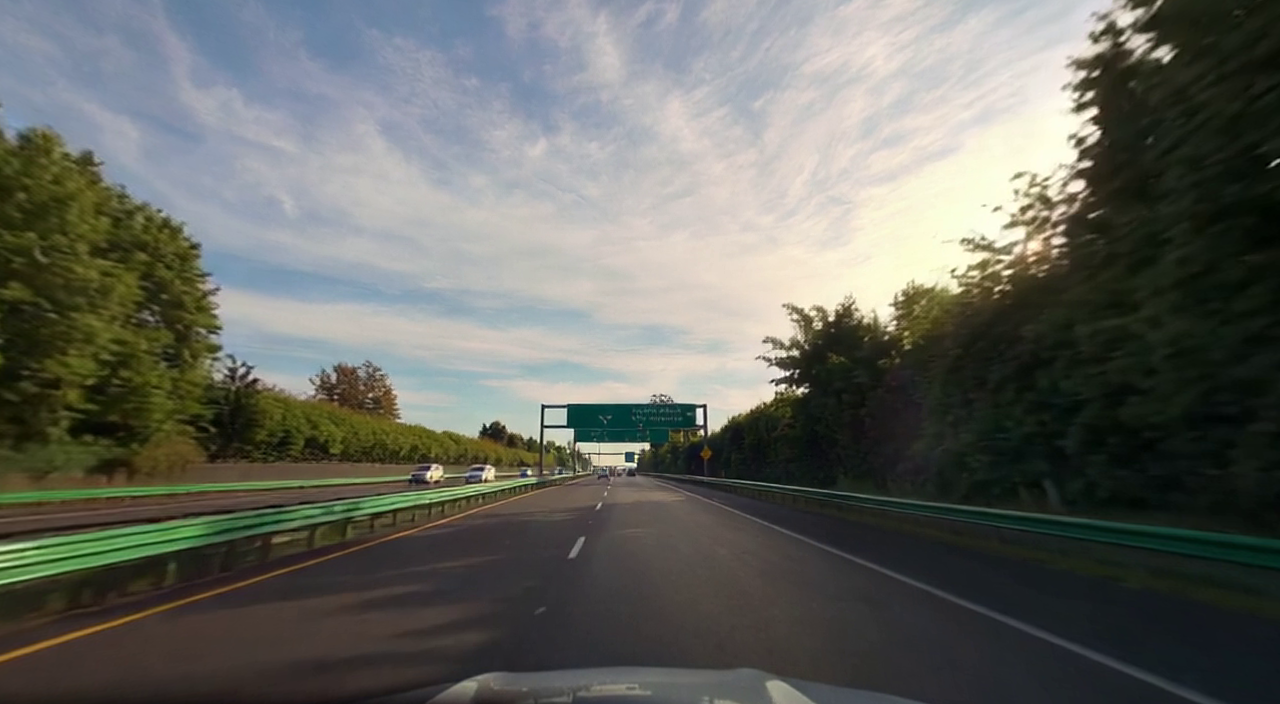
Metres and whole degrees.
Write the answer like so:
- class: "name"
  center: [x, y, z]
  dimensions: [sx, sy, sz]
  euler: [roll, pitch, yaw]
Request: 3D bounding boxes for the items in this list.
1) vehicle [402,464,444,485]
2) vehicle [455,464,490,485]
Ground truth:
- class: "vehicle"
  center: [-16.608, 9.383, 48.397]
  dimensions: [1.773, 1.493, 4.313]
  euler: [1, -11, -2]
- class: "vehicle"
  center: [-12.466, 9.142, 47.030]
  dimensions: [1.712, 1.420, 3.493]
  euler: [1, -11, -1]
